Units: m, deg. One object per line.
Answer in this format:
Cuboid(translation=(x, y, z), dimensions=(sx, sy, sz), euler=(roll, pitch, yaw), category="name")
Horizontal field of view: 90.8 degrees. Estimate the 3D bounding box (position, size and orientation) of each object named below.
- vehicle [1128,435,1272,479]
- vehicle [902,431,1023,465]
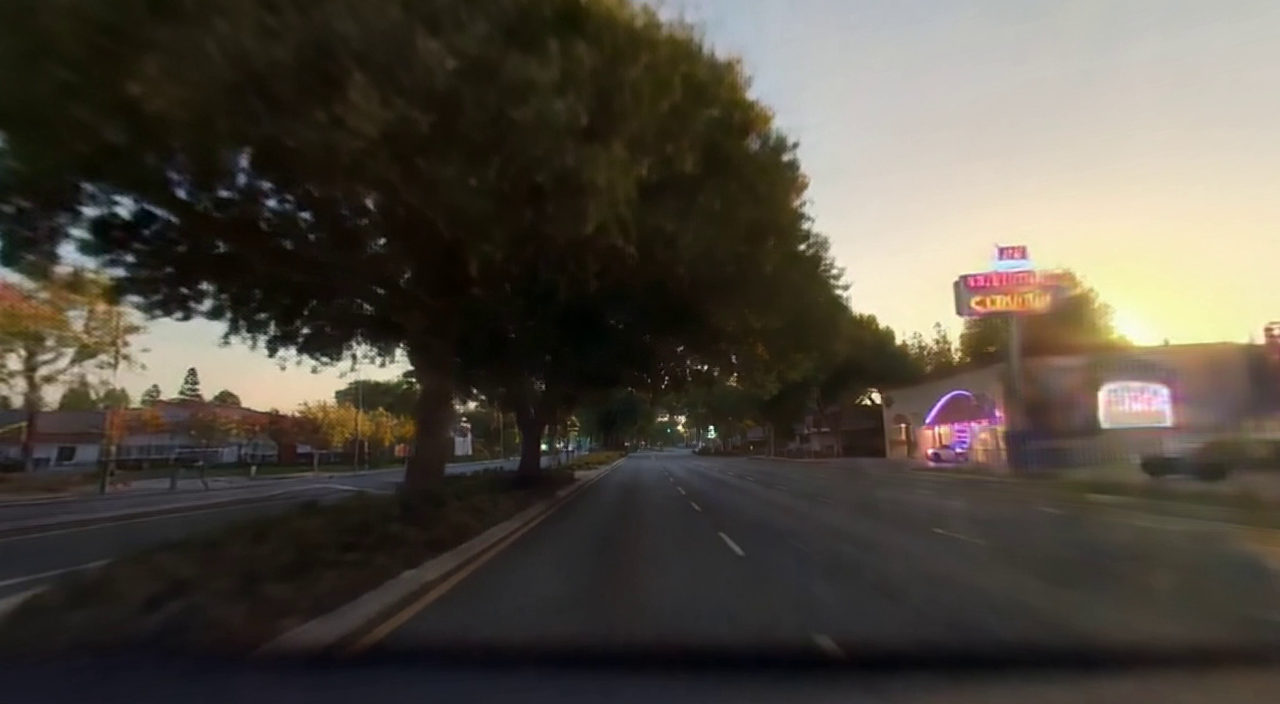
Cuboid(translation=(20.602, 3.859, 23.362), dimensions=(3.576, 1.443, 1.822), euler=(-2, -8, -2), category="vehicle")
Cuboid(translation=(21.527, 6.411, 42.408), dimensions=(6.489, 2.179, 2.882), euler=(0, -8, -2), category="vehicle")
